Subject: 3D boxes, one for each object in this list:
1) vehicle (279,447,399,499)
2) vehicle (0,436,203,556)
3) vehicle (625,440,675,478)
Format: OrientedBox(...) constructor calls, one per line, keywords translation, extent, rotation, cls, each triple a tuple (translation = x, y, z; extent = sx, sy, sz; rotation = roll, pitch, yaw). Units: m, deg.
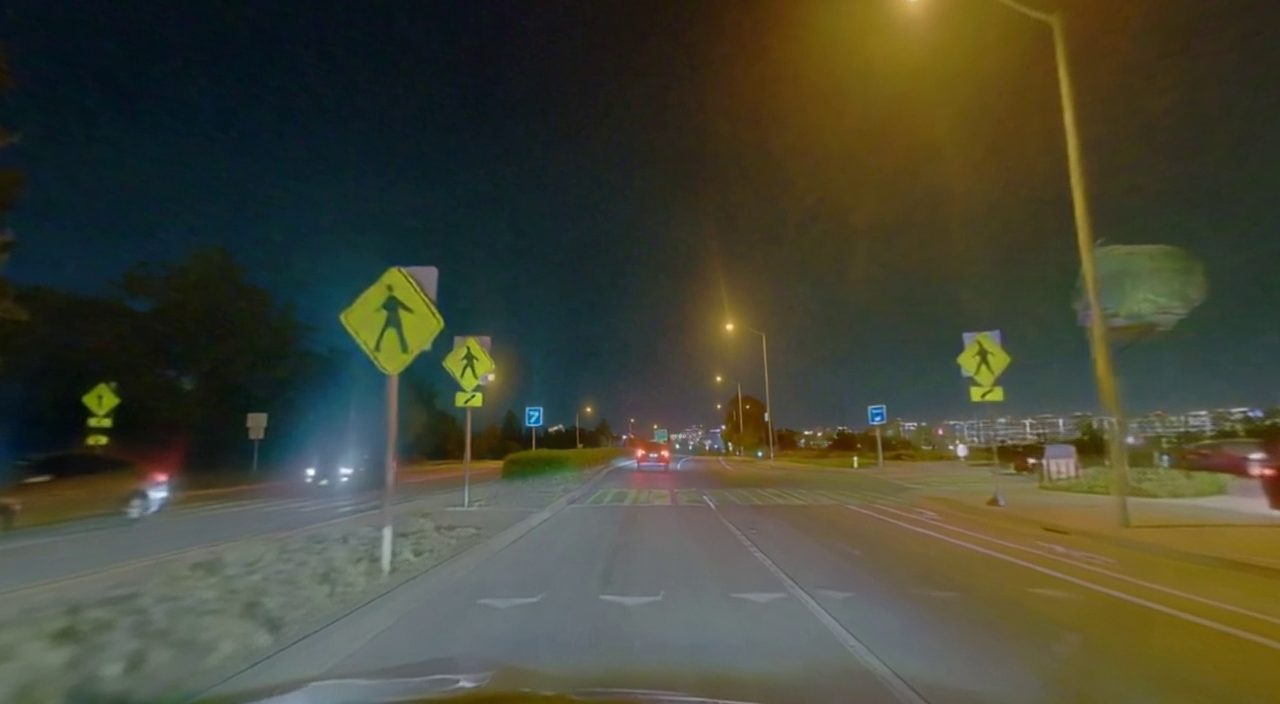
OrientedBox(translation=(-10.371, 4.180, 22.196), extent=(2.197, 1.606, 4.034), rotation=(0, -8, 0), cls="vehicle")
OrientedBox(translation=(-10.565, 2.377, 10.899), extent=(2.162, 1.767, 5.368), rotation=(-1, -8, 1), cls="vehicle")
OrientedBox(translation=(0.493, 4.955, 29.484), extent=(2.158, 1.600, 3.865), rotation=(-1, -8, 2), cls="vehicle")
